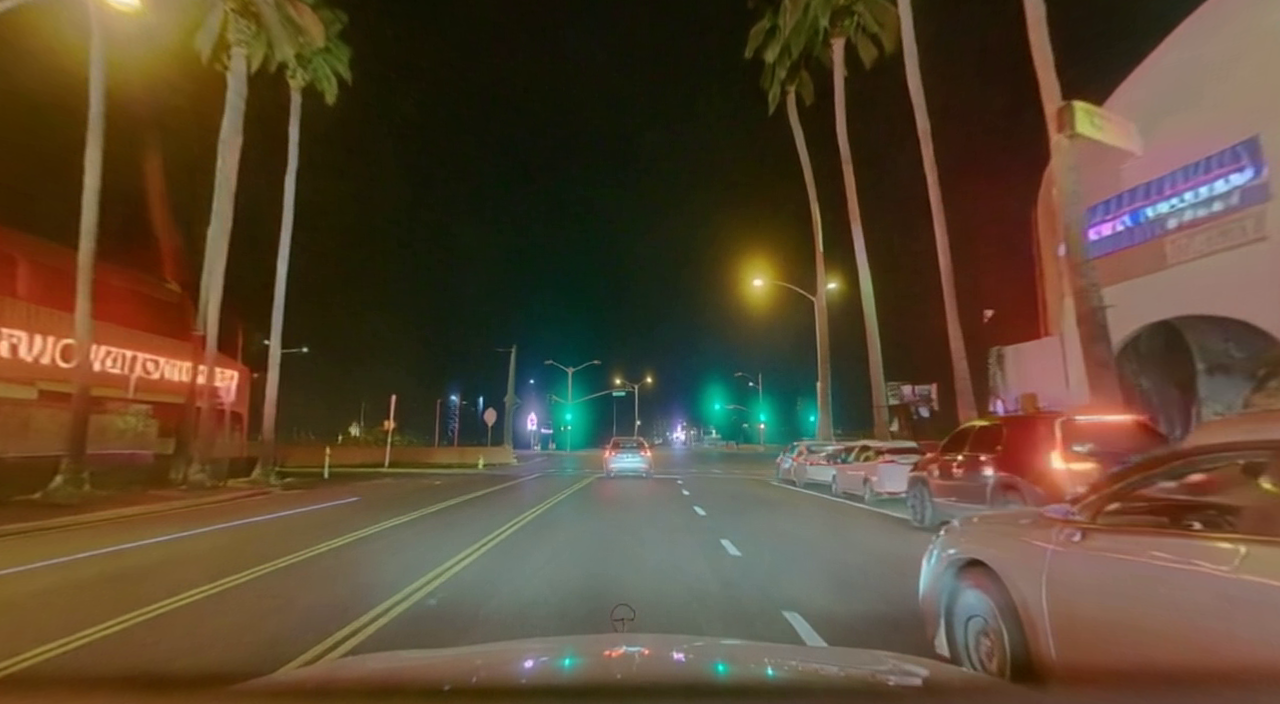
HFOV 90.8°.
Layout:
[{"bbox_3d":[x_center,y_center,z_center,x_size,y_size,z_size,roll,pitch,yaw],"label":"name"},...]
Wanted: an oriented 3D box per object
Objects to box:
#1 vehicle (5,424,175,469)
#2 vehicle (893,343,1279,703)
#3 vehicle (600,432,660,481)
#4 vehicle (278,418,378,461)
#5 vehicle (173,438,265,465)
[{"bbox_3d":[-32.611,5.651,37.826,2.562,2.387,6.989,-4,-10,29],"label":"vehicle"},{"bbox_3d":[3.118,0.941,3.035,1.983,1.654,4.354,0,-8,0],"label":"vehicle"},{"bbox_3d":[-0.383,3.947,24.119,2.063,1.664,4.471,0,-8,-1],"label":"vehicle"},{"bbox_3d":[-20.911,5.955,42.661,2.198,2.684,5.751,-4,-9,25],"label":"vehicle"},{"bbox_3d":[-29.173,6.904,43.991,1.863,1.733,4.974,-5,-9,27],"label":"vehicle"}]
